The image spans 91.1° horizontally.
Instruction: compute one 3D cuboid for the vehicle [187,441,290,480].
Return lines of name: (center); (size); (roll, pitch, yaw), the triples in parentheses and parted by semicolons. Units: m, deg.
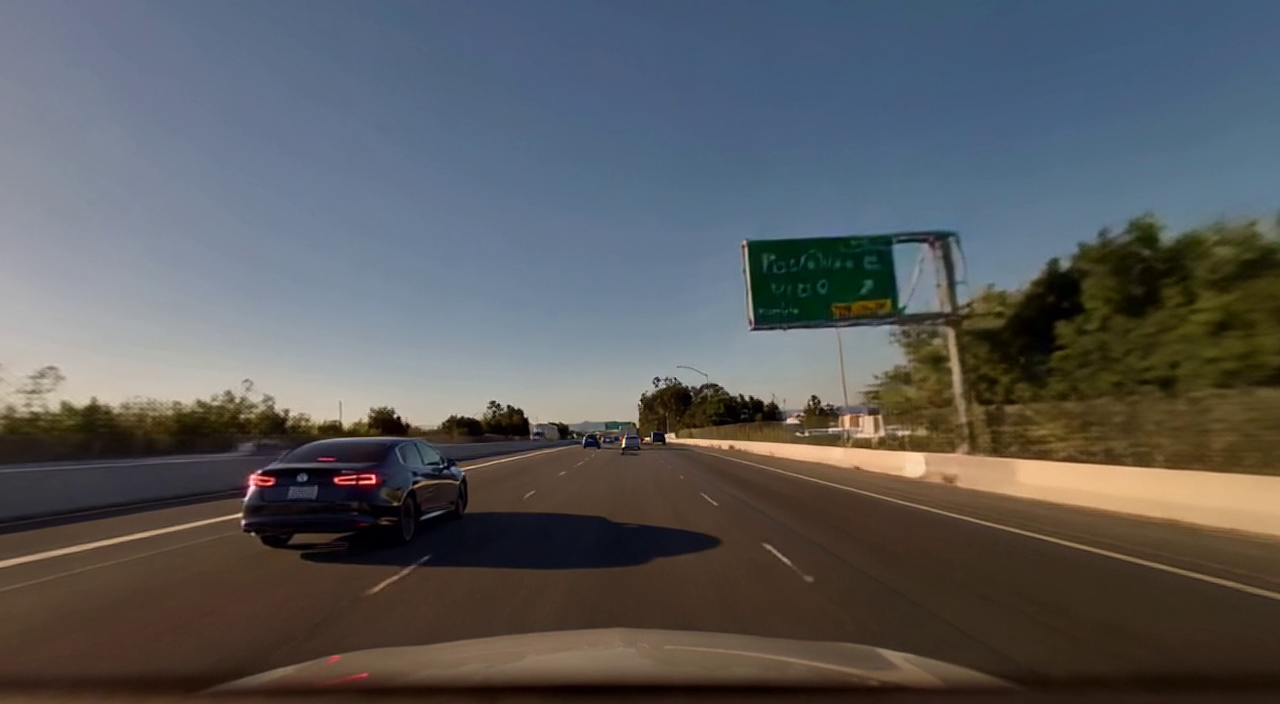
vehicle: (-16.774, 4.519, 26.504); (1.784, 1.486, 3.920); (0, -8, -1)
